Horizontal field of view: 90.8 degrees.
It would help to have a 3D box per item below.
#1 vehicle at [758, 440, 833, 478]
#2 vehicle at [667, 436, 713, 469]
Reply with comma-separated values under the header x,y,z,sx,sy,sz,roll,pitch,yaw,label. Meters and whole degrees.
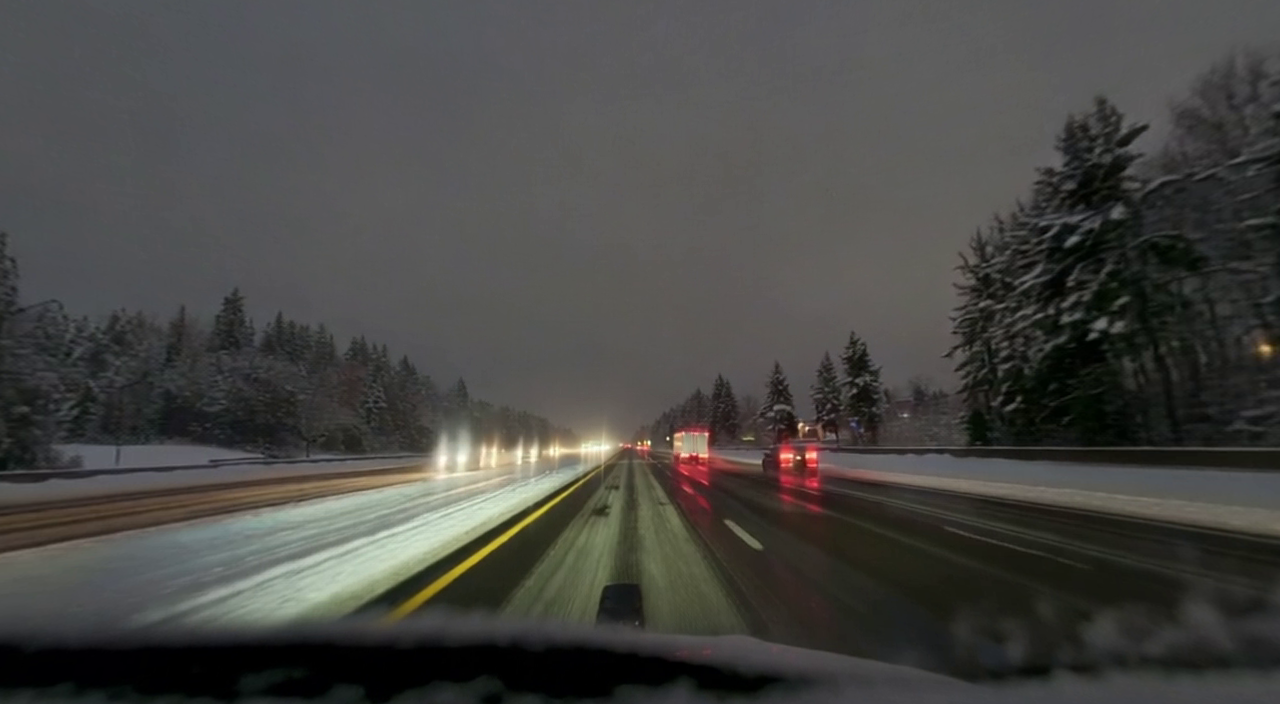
x,y,z,sx,sy,sz,roll,pitch,yaw,label
6.477,4.502,26.790,2.009,1.456,4.097,0,-9,-1,vehicle
2.870,5.940,37.538,2.258,1.824,4.908,0,-9,-1,vehicle
